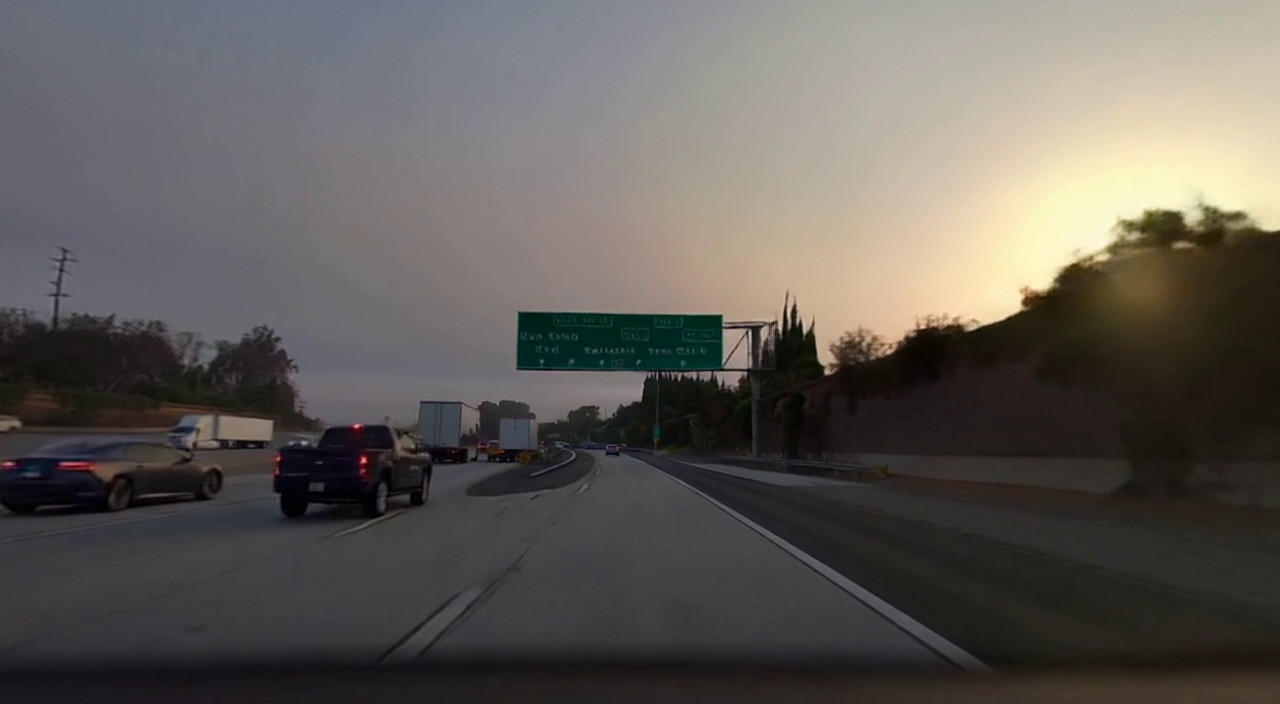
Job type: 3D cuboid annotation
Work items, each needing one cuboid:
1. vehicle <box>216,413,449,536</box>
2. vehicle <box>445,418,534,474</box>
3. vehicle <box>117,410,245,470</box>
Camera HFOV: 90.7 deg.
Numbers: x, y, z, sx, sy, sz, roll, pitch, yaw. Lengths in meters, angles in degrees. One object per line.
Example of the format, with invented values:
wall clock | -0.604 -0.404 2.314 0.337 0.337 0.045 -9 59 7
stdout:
vehicle | -5.318 2.192 12.013 2.093 1.785 5.303 0 -8 -4
vehicle | -8.423 5.592 37.676 3.270 2.674 14.547 1 -8 -6
vehicle | -28.539 5.595 39.907 2.846 3.386 7.392 1 -9 -4
